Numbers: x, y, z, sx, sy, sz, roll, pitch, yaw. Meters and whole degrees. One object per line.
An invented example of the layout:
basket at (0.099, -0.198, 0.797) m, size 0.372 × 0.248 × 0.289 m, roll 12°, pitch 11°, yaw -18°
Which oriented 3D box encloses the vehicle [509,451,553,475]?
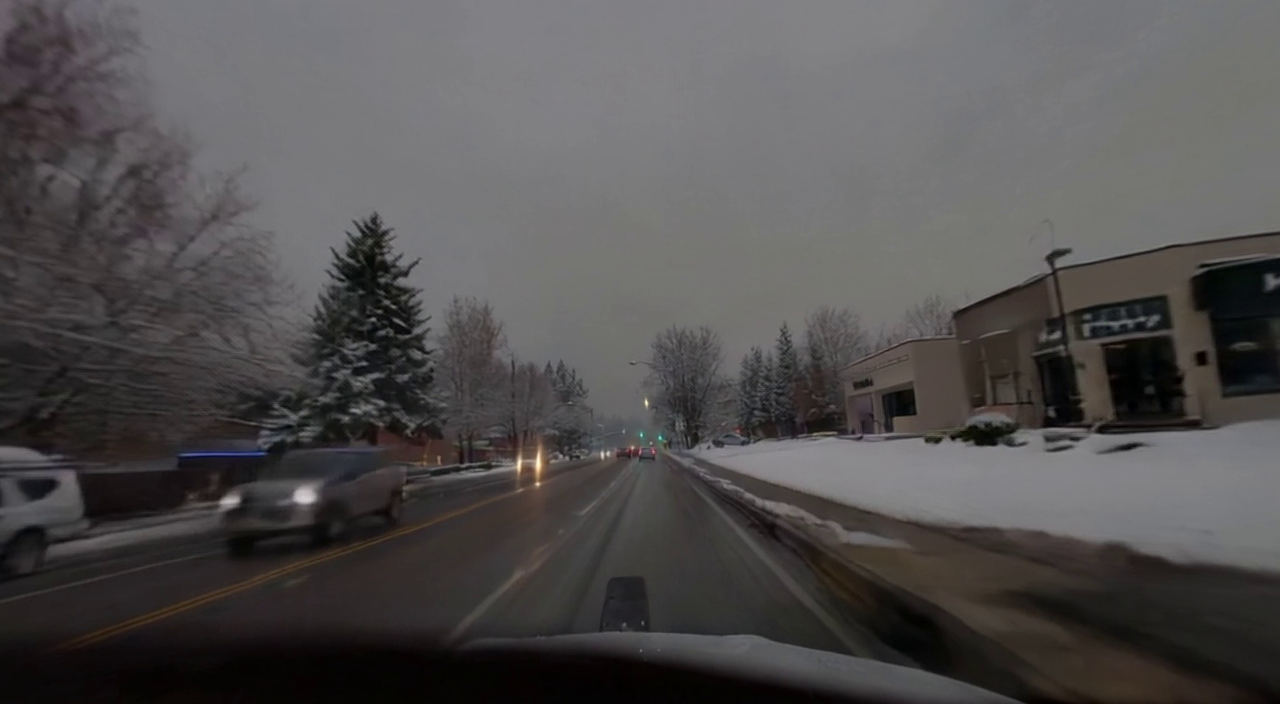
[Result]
vehicle at (-7.269, 7.416, 42.392) m, size 1.925 × 1.502 × 4.359 m, roll -1°, pitch -9°, yaw 4°

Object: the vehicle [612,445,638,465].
vehicle at (-1.168, 8.111, 49.914) m, size 2.020 × 1.478 × 3.922 m, roll 0°, pitch -9°, yaw -1°

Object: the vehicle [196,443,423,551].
vehicle at (-6.101, 2.677, 12.441) m, size 2.030 × 1.701 × 4.559 m, roll 0°, pitch -9°, yaw -1°
